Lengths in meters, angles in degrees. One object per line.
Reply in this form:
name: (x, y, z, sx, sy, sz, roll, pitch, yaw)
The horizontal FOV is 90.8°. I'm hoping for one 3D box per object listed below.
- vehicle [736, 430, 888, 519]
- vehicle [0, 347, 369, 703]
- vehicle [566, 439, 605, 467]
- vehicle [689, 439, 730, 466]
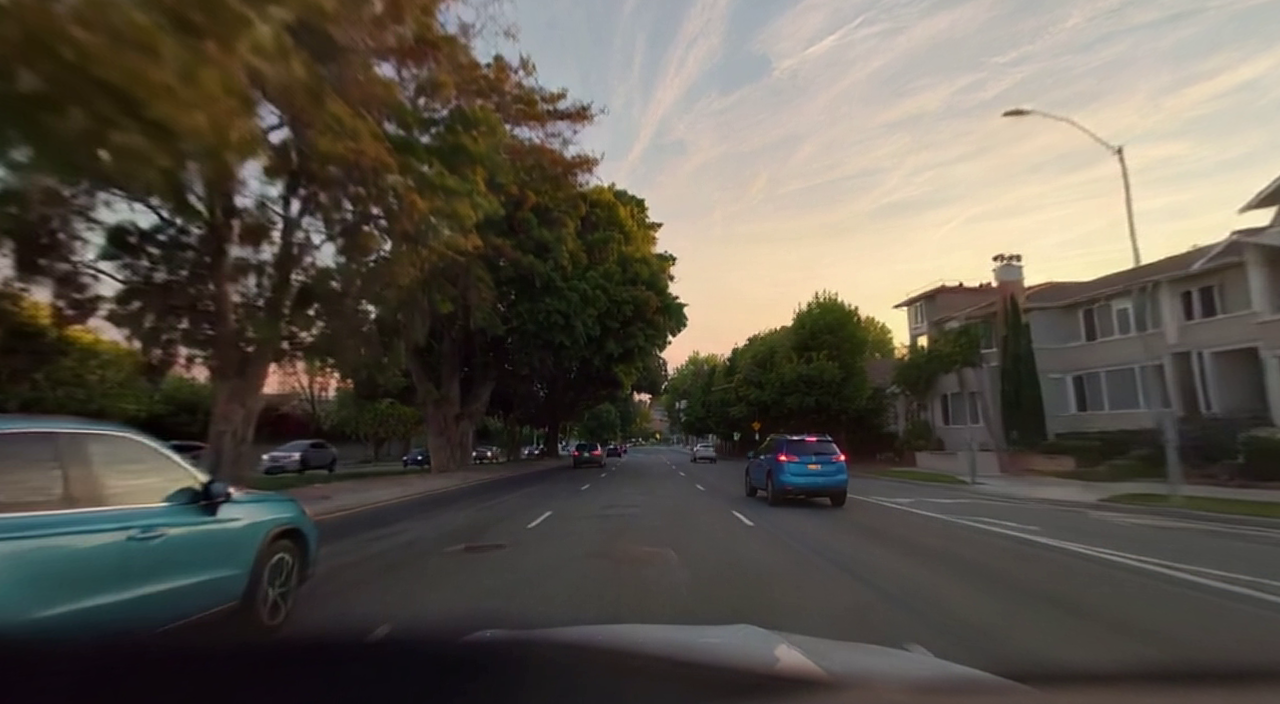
vehicle: (3.593, 2.639, 14.174, 2.132, 1.659, 4.387, 0, -8, -1)
vehicle: (-3.468, 0.968, 3.312, 2.045, 1.688, 4.632, 0, -8, 0)
vehicle: (-3.237, 6.101, 38.364, 1.988, 1.569, 4.202, 0, -8, 0)
vehicle: (4.599, 6.725, 42.465, 2.169, 1.669, 4.037, 0, -8, -1)
